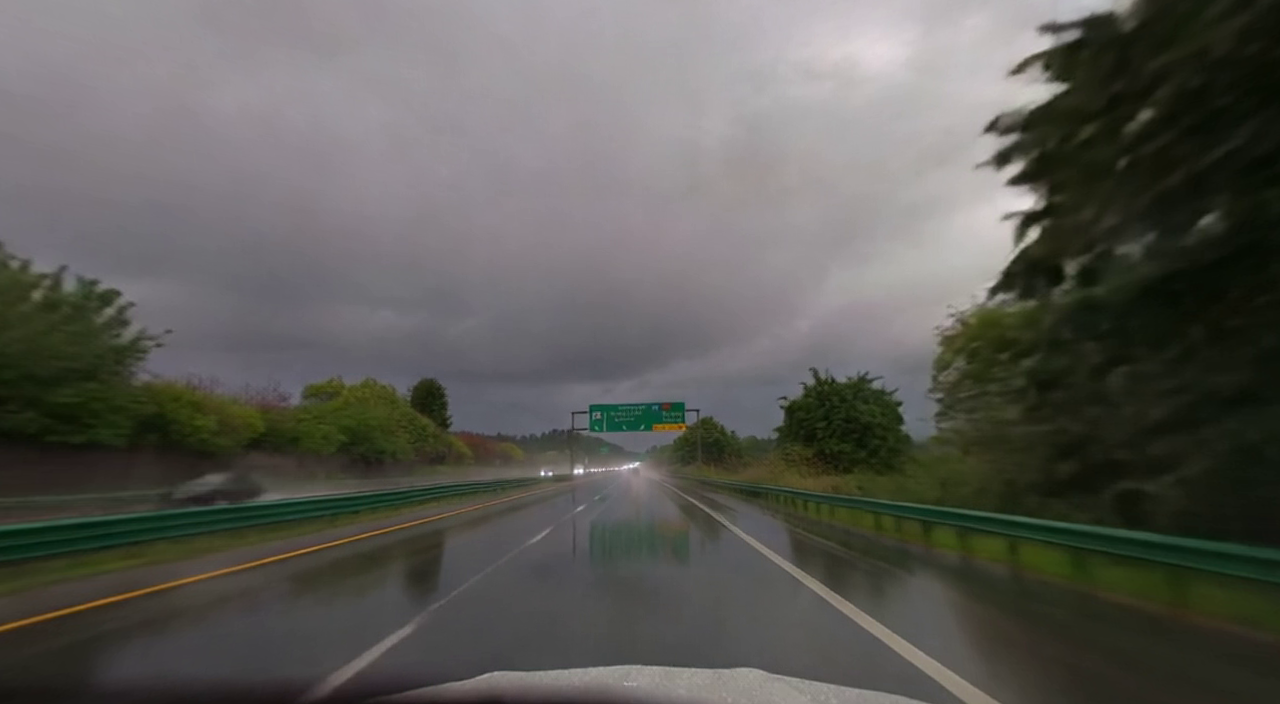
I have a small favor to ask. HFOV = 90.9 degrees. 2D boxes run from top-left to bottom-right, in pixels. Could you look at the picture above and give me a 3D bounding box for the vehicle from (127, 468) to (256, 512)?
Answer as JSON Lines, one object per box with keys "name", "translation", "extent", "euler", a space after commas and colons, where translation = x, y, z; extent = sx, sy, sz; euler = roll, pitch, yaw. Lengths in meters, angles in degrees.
{"name": "vehicle", "translation": [-16.431, 5.062, 23.352], "extent": [1.807, 1.428, 3.938], "euler": [1, -11, 0]}
